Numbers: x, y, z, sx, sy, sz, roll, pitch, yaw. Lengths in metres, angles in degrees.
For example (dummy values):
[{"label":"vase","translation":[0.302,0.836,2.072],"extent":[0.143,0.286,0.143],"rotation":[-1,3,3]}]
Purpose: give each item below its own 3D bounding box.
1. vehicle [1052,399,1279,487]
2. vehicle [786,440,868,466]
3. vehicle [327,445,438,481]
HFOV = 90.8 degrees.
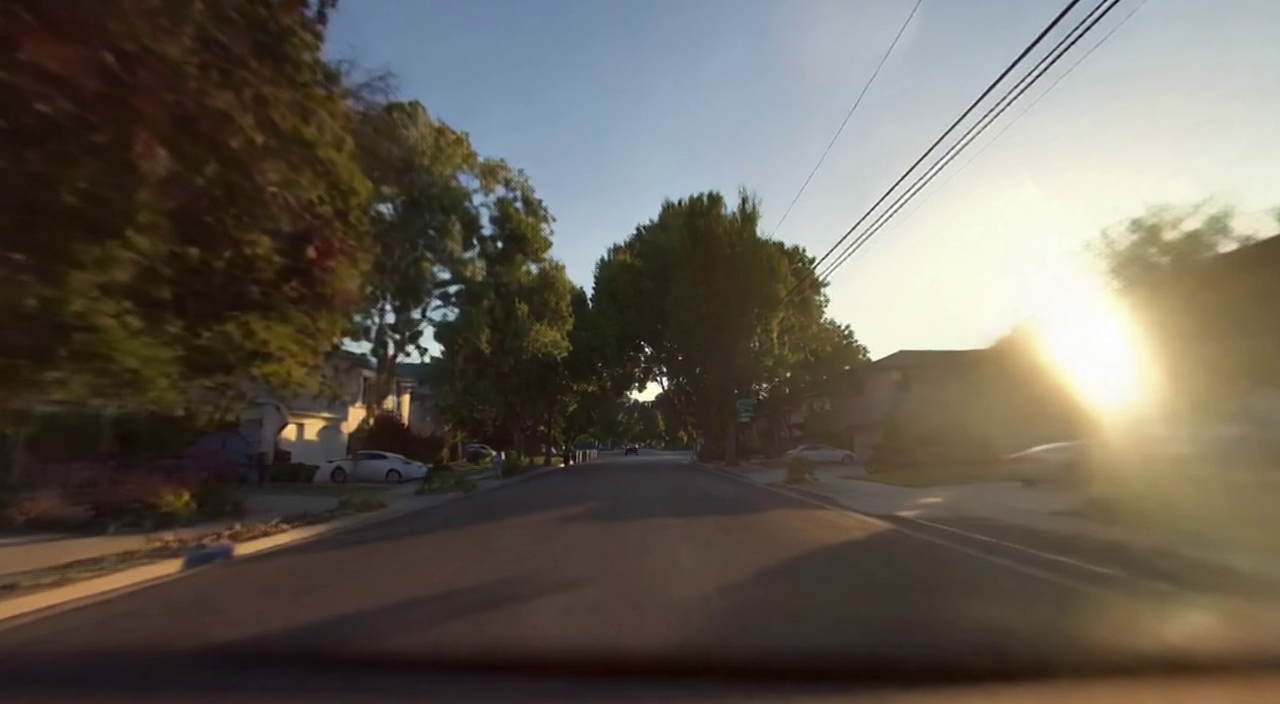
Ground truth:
[{"label":"vehicle","translation":[12.957,2.131,14.707],"extent":[5.049,1.845,2.327],"rotation":[0,-9,0]},{"label":"vehicle","translation":[11.927,6.480,40.483],"extent":[4.626,1.541,1.866],"rotation":[1,-9,-2]},{"label":"vehicle","translation":[-13.297,5.760,32.918],"extent":[4.887,1.788,2.006],"rotation":[1,-8,-3]}]
